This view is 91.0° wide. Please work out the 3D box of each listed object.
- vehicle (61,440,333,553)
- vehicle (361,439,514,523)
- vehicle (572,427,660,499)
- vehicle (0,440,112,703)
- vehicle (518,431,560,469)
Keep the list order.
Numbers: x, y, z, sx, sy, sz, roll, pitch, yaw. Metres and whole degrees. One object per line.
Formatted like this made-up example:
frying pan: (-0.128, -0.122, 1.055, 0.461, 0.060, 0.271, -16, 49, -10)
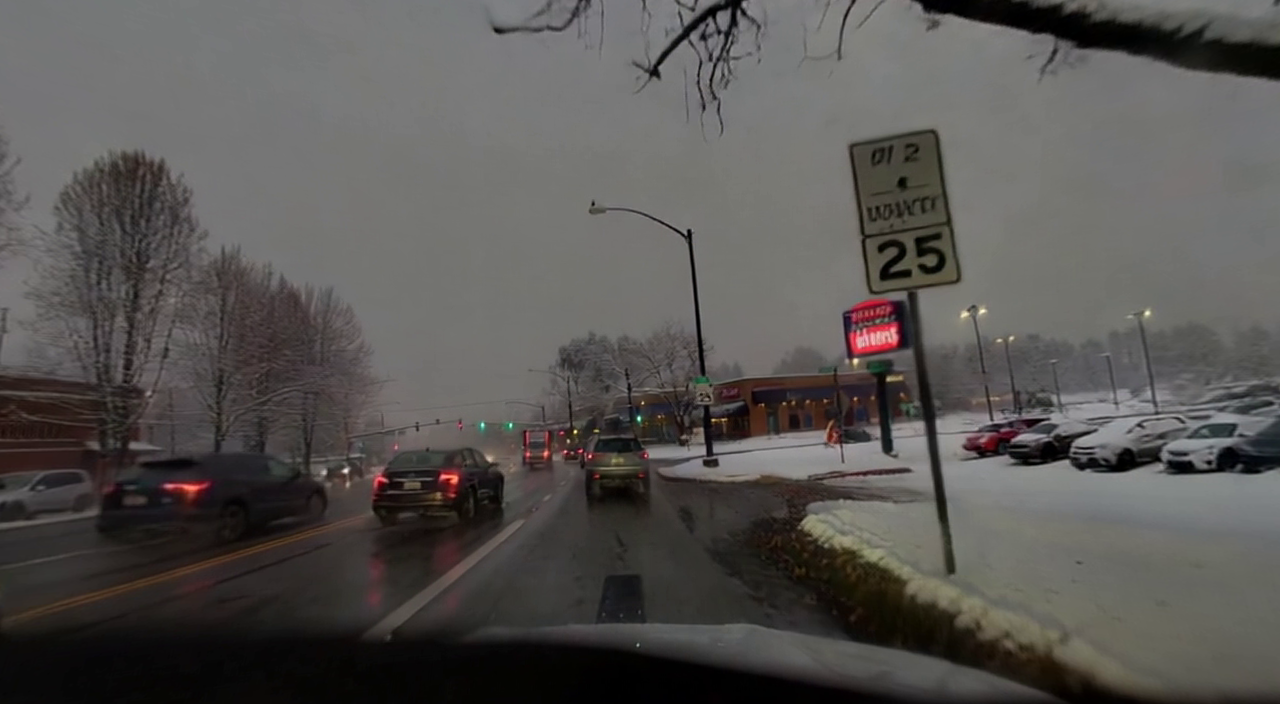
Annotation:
vehicle: (-7.804, 2.524, 11.775, 2.051, 1.681, 4.193, 1, -9, -1)
vehicle: (-4.307, 2.804, 14.285, 1.974, 1.549, 4.603, 1, -9, -1)
vehicle: (-0.707, 3.031, 17.498, 2.144, 1.704, 4.028, 1, -9, -3)
vehicle: (-4.217, 0.869, 1.022, 2.090, 1.506, 5.326, 1, -9, 0)
vehicle: (-5.764, 5.668, 36.358, 2.082, 2.018, 4.308, 2, -9, -6)
